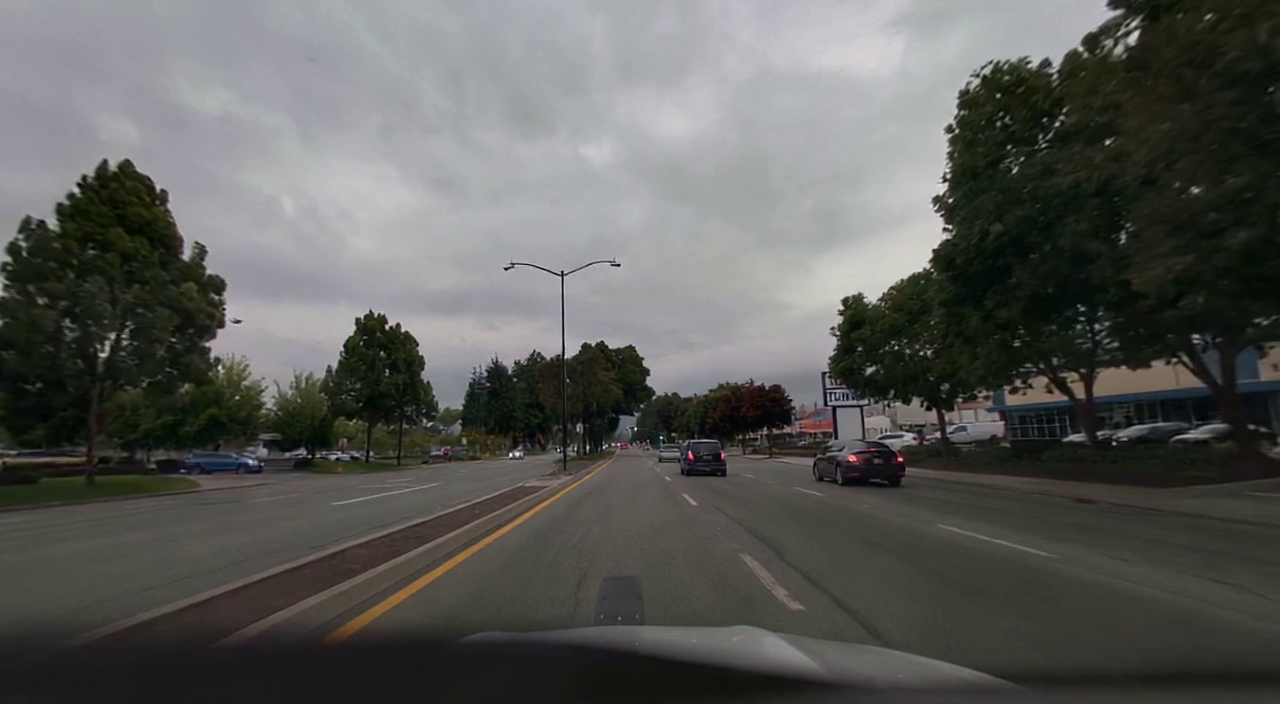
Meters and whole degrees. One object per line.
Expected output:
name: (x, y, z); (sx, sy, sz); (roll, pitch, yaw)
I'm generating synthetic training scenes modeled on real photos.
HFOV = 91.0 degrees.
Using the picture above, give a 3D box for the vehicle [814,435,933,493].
vehicle: (6.874, 3.340, 19.077); (1.886, 1.528, 4.169); (0, -9, -2)

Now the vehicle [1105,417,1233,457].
vehicle: (23.229, 3.777, 27.745); (3.833, 1.678, 1.975); (0, -9, -2)

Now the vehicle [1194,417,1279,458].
vehicle: (23.558, 3.242, 23.727); (3.676, 1.491, 1.726); (1, -9, -2)

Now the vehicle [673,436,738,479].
vehicle: (2.663, 4.435, 26.742); (2.161, 1.676, 4.151); (0, -9, -2)
